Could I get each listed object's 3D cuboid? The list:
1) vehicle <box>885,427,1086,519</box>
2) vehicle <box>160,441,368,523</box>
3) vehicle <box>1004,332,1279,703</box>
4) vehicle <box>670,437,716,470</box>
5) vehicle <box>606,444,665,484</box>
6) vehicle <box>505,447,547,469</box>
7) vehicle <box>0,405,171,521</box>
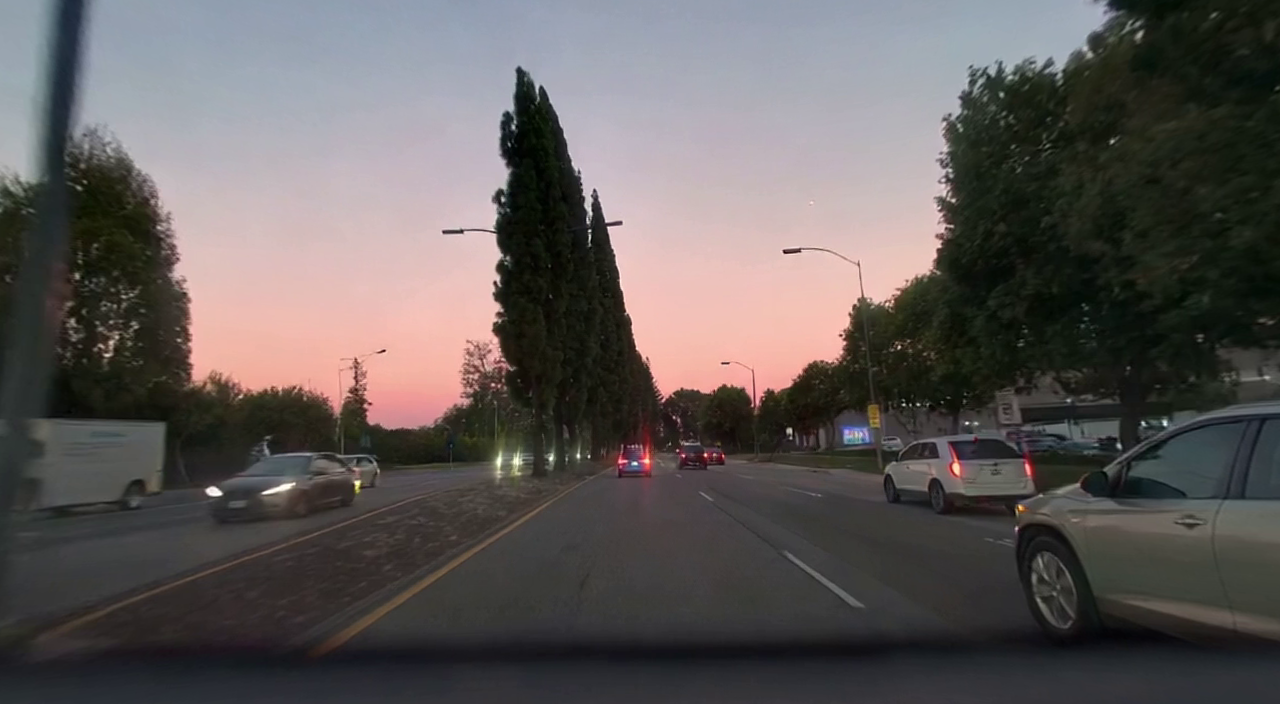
[{"bbox_3d":[7.558,2.672,14.391,2.090,1.768,4.407,0,-8,0],"label":"vehicle"},{"bbox_3d":[-8.846,3.055,15.404,2.253,1.699,4.438,0,-9,1],"label":"vehicle"},{"bbox_3d":[3.597,0.741,2.033,2.090,1.763,4.560,0,-8,0],"label":"vehicle"},{"bbox_3d":[3.648,7.192,44.613,2.716,2.131,5.766,0,-8,0],"label":"vehicle"},{"bbox_3d":[-0.183,4.749,26.937,2.315,1.563,4.080,0,-8,0],"label":"vehicle"},{"bbox_3d":[-8.498,7.918,47.099,2.082,1.588,4.710,0,-9,2],"label":"vehicle"},{"bbox_3d":[-16.072,2.900,16.694,2.450,2.674,5.904,0,-8,1],"label":"vehicle"}]
